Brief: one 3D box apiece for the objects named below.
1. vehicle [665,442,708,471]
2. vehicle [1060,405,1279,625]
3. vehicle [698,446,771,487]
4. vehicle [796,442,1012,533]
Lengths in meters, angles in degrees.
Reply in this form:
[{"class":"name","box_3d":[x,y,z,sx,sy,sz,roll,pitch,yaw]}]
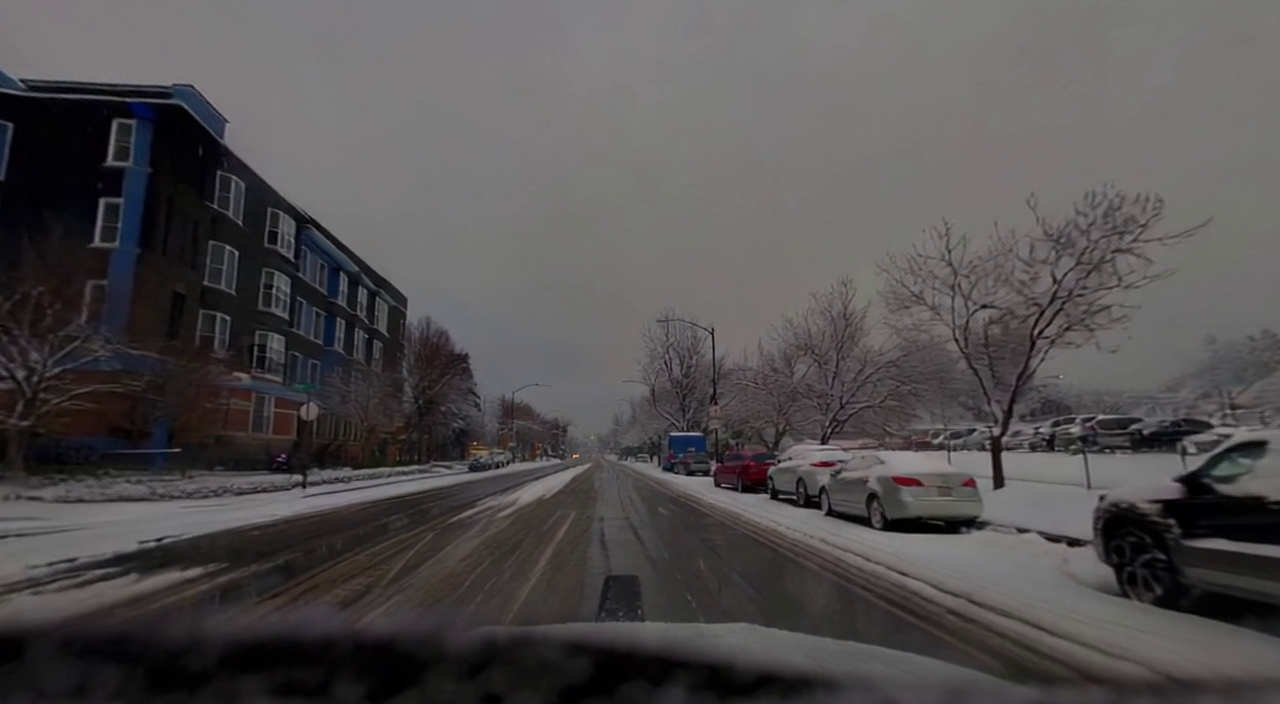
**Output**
[{"class":"vehicle","box_3d":[3.011,6.882,41.826,2.386,1.752,4.376,0,-8,-2]},{"class":"vehicle","box_3d":[6.007,1.245,4.777,1.917,1.704,4.840,1,-8,-7]},{"class":"vehicle","box_3d":[3.739,4.623,25.884,1.901,1.495,4.340,1,-8,-6]},{"class":"vehicle","box_3d":[5.227,2.724,13.467,2.122,1.554,4.777,1,-8,-7]}]
